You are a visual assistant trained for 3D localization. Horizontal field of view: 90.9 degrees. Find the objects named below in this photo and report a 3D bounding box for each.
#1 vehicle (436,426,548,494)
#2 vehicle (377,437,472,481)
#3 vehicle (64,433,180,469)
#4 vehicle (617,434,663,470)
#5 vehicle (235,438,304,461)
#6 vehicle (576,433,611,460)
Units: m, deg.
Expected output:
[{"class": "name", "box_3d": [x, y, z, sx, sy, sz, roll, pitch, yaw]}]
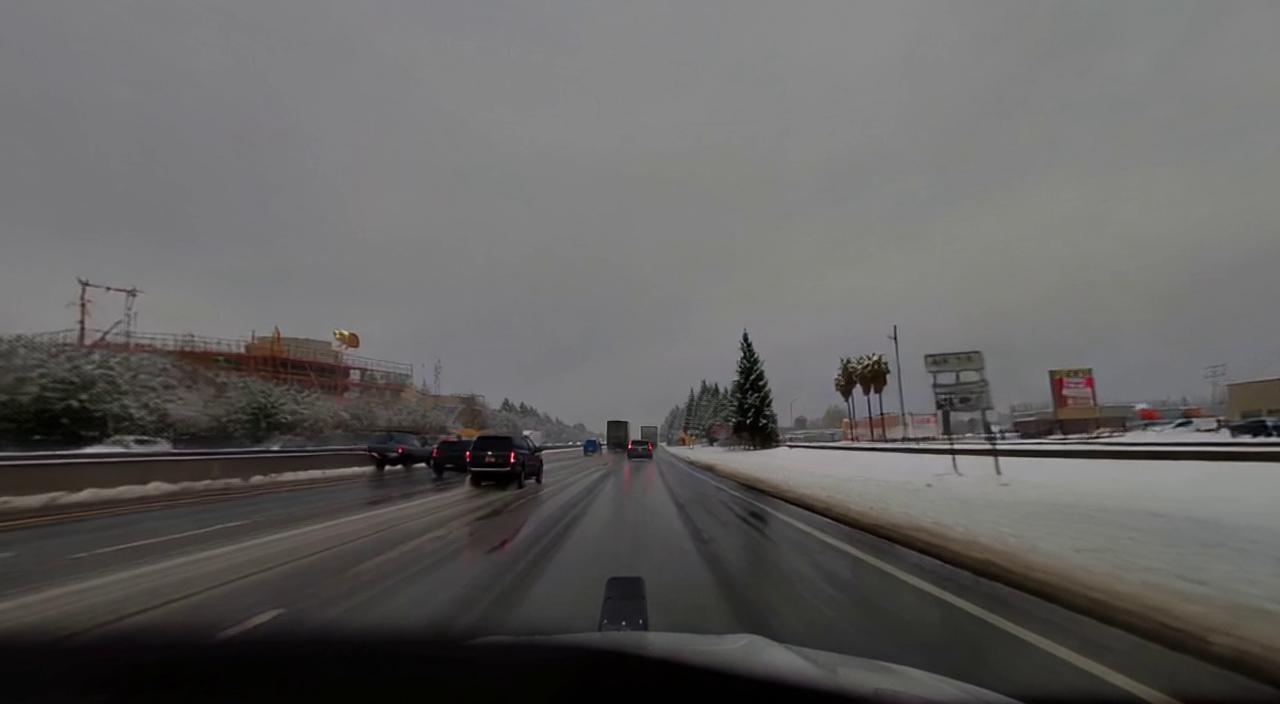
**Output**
[{"class": "vehicle", "box_3d": [-4.197, 3.155, 18.777, 2.108, 1.740, 4.549, -1, -8, 1]}, {"class": "vehicle", "box_3d": [-7.955, 3.988, 23.746, 1.949, 1.476, 4.410, 0, -8, 1]}, {"class": "vehicle", "box_3d": [-25.982, 4.972, 31.891, 1.796, 1.659, 4.575, -1, -8, 3]}, {"class": "vehicle", "box_3d": [0.048, 5.025, 31.770, 2.136, 1.678, 4.052, -1, -8, 1]}, {"class": "vehicle", "box_3d": [-25.042, 6.622, 42.855, 1.821, 1.458, 4.476, -1, -8, 2]}, {"class": "vehicle", "box_3d": [-3.564, 7.323, 48.966, 2.203, 1.958, 4.848, -1, -8, 2]}]
